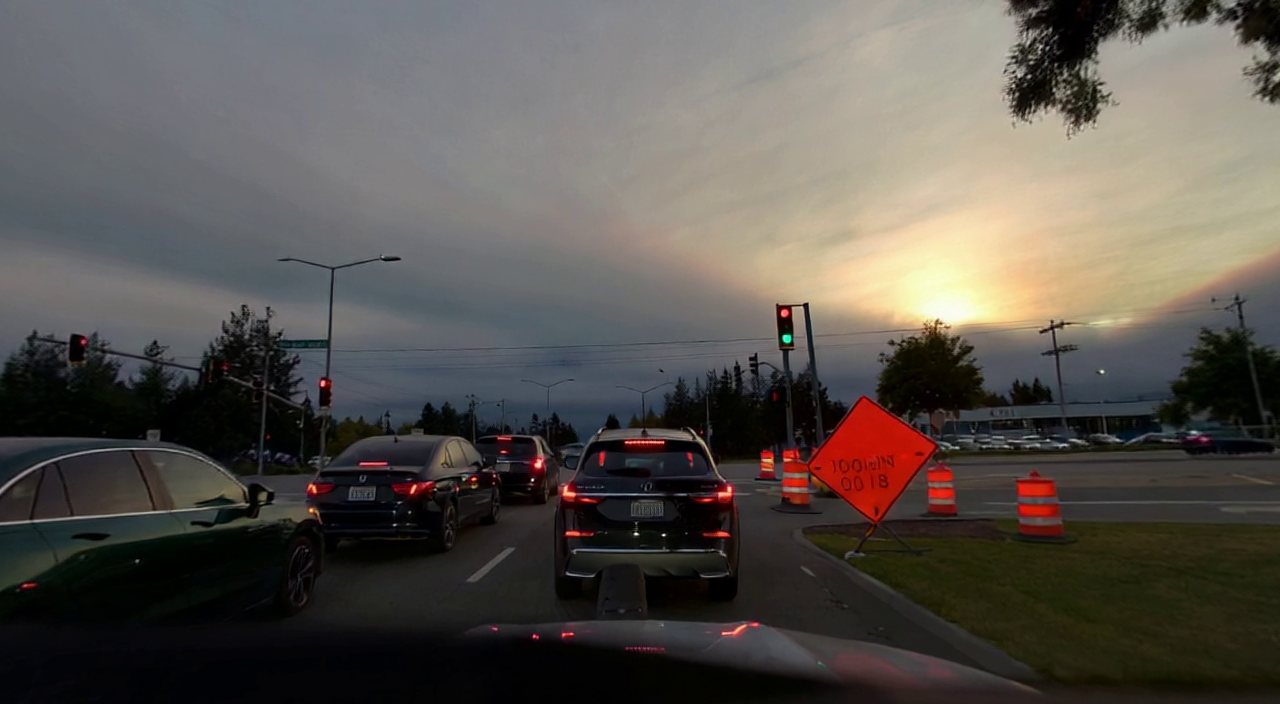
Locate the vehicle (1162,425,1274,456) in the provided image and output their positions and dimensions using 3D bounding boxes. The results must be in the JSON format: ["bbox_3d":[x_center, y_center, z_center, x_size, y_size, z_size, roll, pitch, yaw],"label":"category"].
[{"bbox_3d":[37.408,5.762,40.857,5.082,1.907,2.115,0,-9,1],"label":"vehicle"}]

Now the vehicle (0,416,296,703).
[{"bbox_3d":[-3.587,0.947,2.152,2.064,1.497,4.722,0,-9,1],"label":"vehicle"}]

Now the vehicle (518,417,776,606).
[{"bbox_3d":[0.102,1.623,7.213,2.167,1.560,3.676,0,-9,1],"label":"vehicle"}]

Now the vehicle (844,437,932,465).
[{"bbox_3d":[15.986,6.400,40.715,4.827,1.729,1.986,0,-9,1],"label":"vehicle"}]

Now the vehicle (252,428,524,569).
[{"bbox_3d":[-3.277,1.996,9.452,1.989,1.541,4.626,0,-9,2],"label":"vehicle"}]
